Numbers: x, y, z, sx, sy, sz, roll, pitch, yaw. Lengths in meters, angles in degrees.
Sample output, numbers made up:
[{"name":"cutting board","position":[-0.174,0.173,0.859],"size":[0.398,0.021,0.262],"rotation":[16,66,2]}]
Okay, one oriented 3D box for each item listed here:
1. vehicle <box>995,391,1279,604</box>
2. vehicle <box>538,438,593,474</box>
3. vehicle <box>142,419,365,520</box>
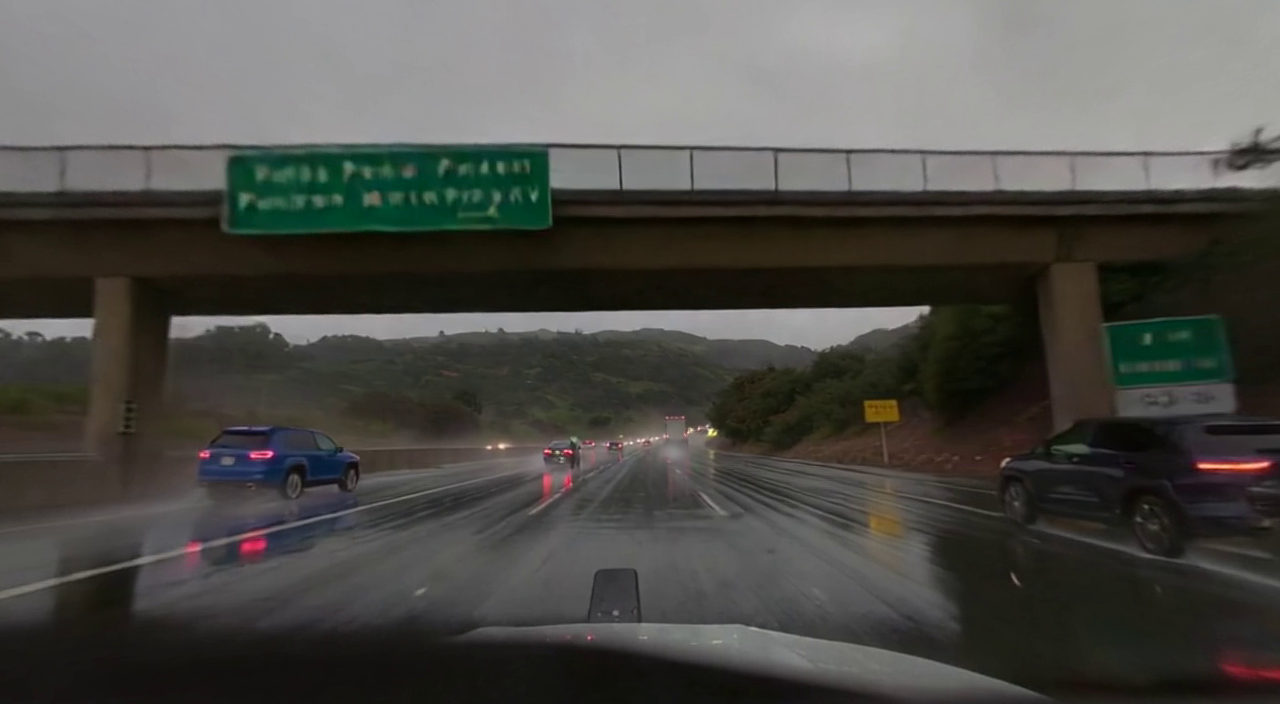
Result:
[{"name":"vehicle","position":[6.204,1.457,6.938],"size":[1.950,1.719,4.545],"rotation":[0,-9,0]},{"name":"vehicle","position":[-3.354,4.750,29.133],"size":[1.925,1.509,4.363],"rotation":[0,-9,1]},{"name":"vehicle","position":[-7.468,2.297,12.838],"size":[1.860,1.694,4.173],"rotation":[0,-9,0]}]
